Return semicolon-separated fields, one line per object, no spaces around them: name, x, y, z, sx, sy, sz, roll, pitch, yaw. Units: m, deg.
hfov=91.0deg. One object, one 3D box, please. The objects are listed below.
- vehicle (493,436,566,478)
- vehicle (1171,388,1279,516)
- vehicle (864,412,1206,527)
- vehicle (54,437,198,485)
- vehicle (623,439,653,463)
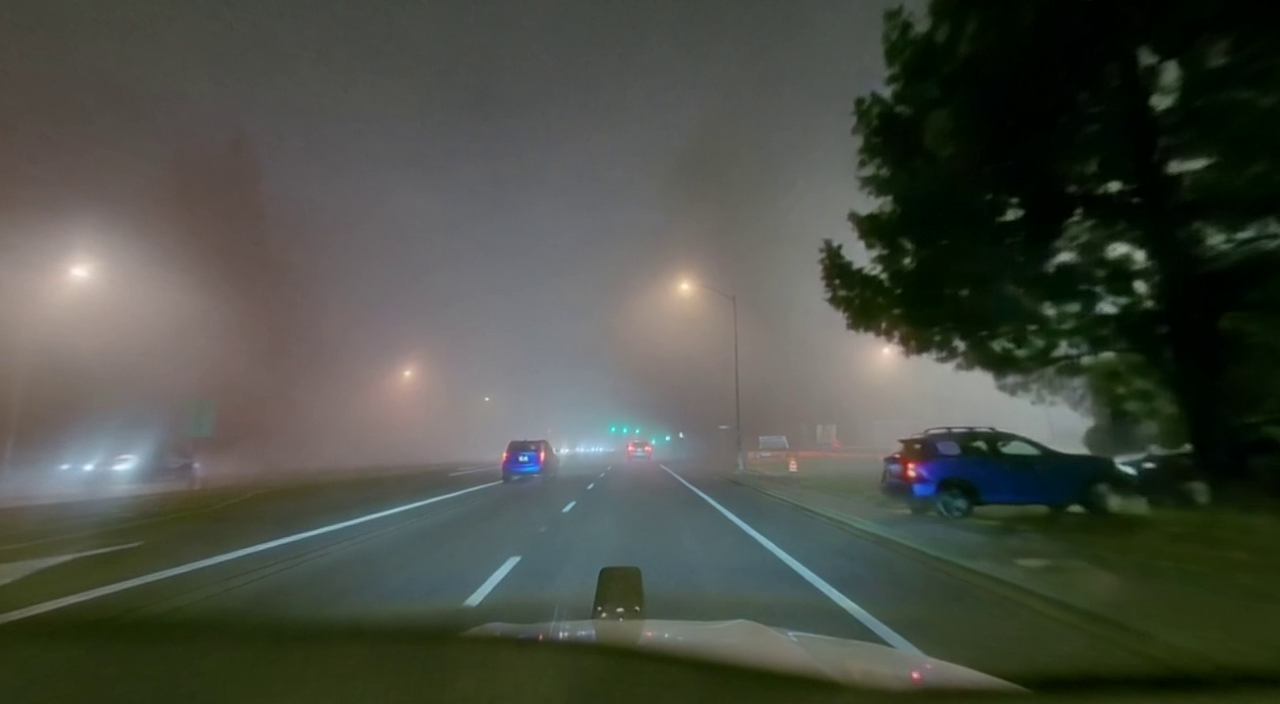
vehicle;-4.715;4.556;27.672;2.198;1.663;4.519;0;-8;3
vehicle;11.633;1.526;9.602;4.936;1.813;2.158;0;-8;3
vehicle;6.548;1.987;11.035;4.447;1.754;2.182;-1;-8;5
vehicle;-20.804;4.407;25.788;2.053;1.761;4.479;0;-8;1
vehicle;-0.136;7.399;47.113;2.135;1.711;4.124;0;-8;0
